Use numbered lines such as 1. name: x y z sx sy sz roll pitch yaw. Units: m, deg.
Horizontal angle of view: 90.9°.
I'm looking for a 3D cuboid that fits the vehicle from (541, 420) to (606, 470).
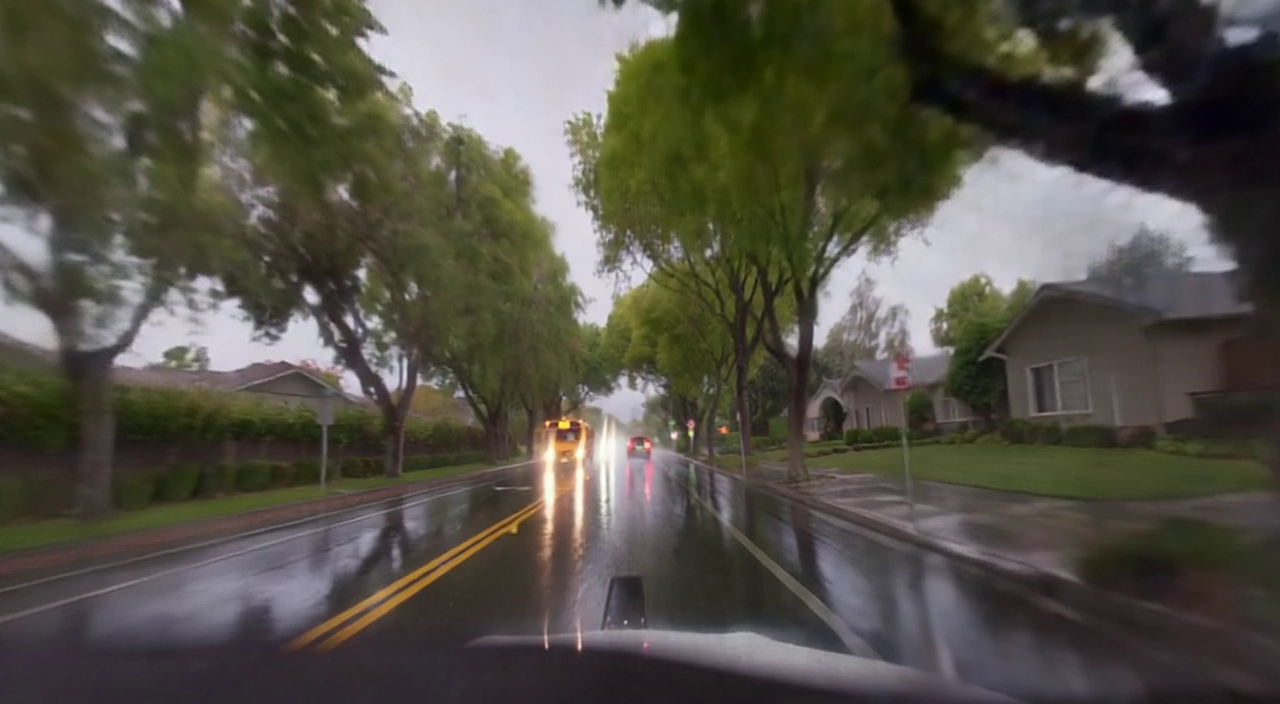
1. vehicle: -4.028 5.962 40.450 2.966 2.818 9.113 0 -8 2
